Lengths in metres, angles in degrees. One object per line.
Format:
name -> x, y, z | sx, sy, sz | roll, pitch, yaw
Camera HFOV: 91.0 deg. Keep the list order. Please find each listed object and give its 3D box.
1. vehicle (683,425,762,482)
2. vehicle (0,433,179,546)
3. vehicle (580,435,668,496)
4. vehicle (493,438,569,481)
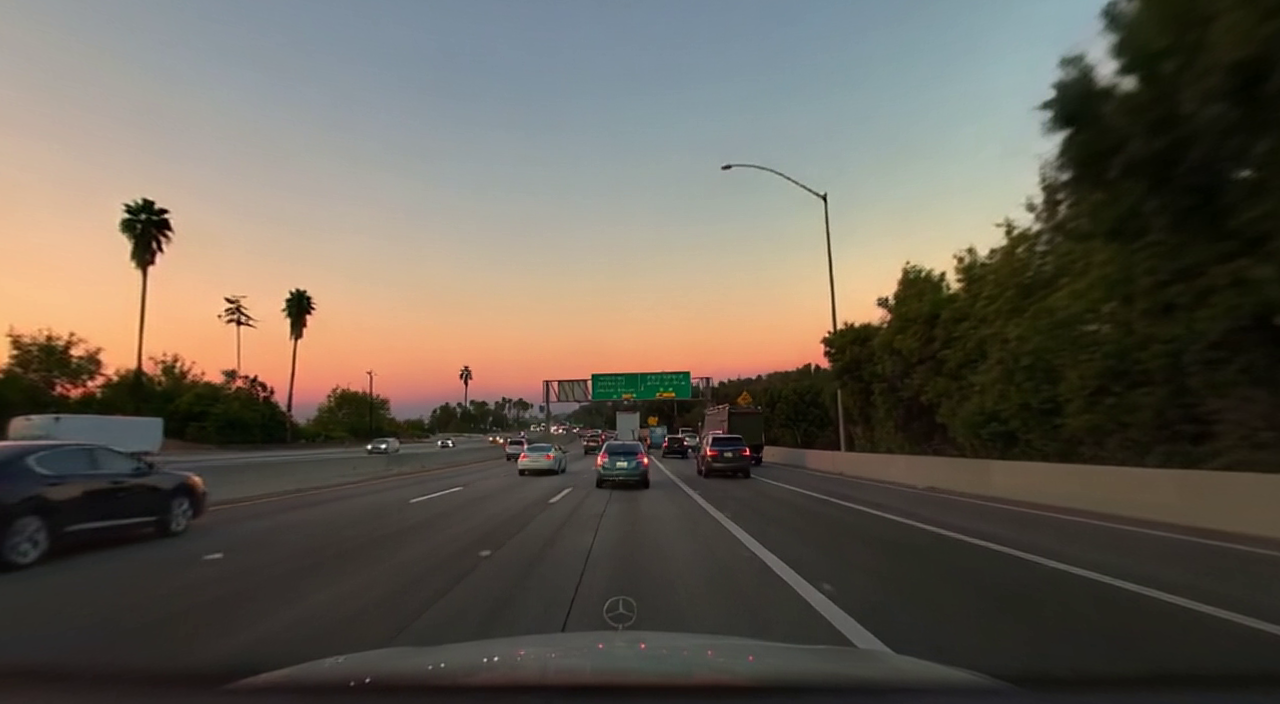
vehicle -> 2.930, 3.723, 23.345 | 2.173, 1.870, 4.499 | 0, -8, -2
vehicle -> -9.465, 1.931, 9.076 | 2.015, 1.469, 4.938 | 0, -8, -2
vehicle -> -0.391, 3.055, 17.341 | 2.136, 1.470, 3.971 | 0, -8, 0
vehicle -> -3.938, 3.963, 23.494 | 1.998, 1.423, 4.436 | 0, -8, 0
